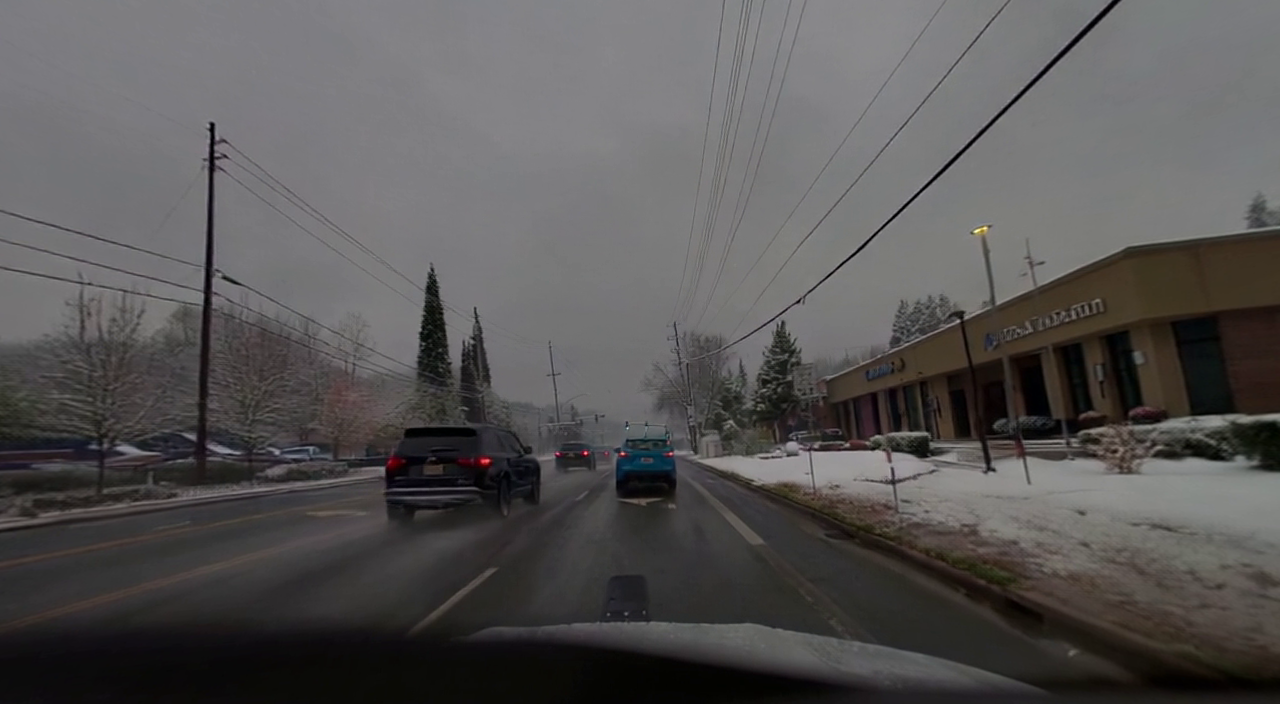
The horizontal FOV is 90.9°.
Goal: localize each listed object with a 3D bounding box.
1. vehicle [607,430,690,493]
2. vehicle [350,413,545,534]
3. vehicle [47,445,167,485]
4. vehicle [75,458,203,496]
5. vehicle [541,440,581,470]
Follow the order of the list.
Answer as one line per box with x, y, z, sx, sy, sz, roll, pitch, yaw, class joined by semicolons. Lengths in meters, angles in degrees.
0.221;3.115;18.291;2.108;1.612;4.246;0;-8;0;vehicle
-3.398;2.271;12.478;2.064;1.859;5.154;0;-8;2;vehicle
-29.304;6.193;34.751;4.703;2.084;2.143;0;-9;4;vehicle
-23.033;5.725;29.250;1.862;1.468;4.708;0;-8;4;vehicle
-4.780;6.265;38.503;1.862;1.694;4.315;0;-8;0;vehicle
